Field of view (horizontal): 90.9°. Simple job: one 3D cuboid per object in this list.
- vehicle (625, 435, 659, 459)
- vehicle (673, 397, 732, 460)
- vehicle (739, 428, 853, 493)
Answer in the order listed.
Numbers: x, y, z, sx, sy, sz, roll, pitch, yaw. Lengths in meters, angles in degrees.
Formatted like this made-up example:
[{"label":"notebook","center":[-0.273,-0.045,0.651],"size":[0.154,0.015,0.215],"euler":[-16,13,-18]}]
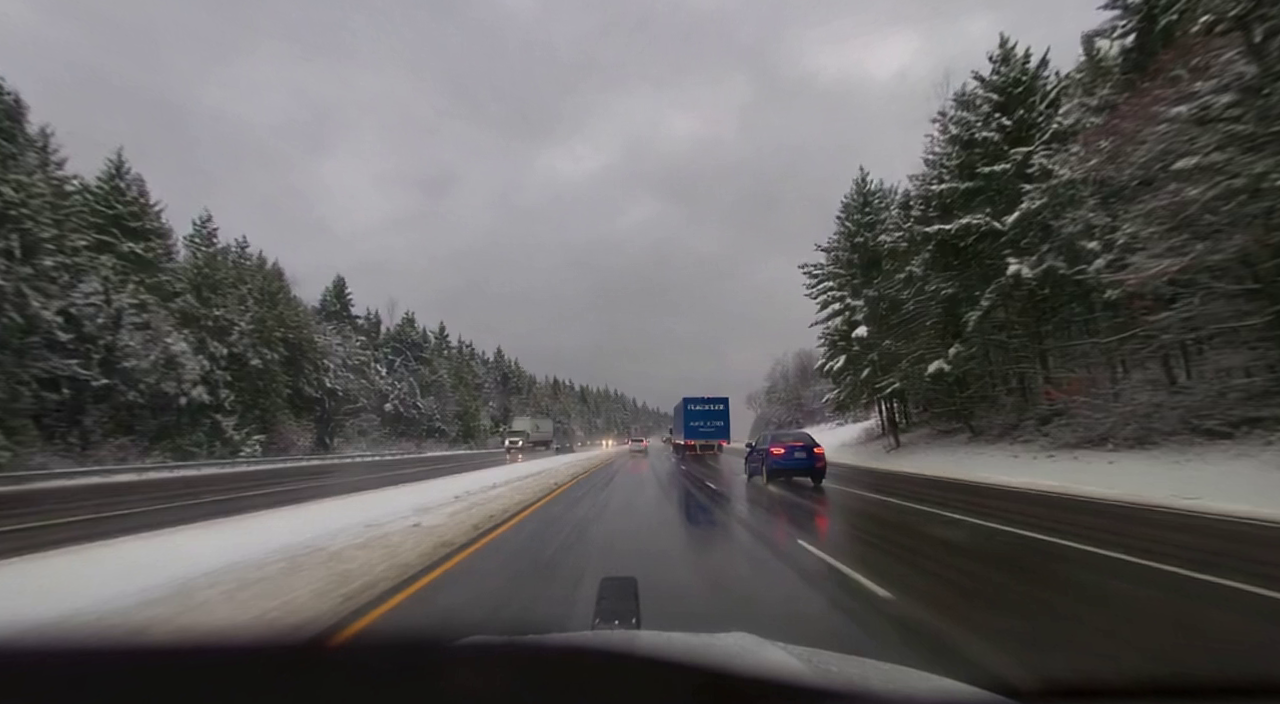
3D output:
[{"label":"vehicle","center":[0.148,6.393,42.610],"size":[2.209,1.499,4.144],"euler":[0,-8,0]},{"label":"vehicle","center":[4.417,5.910,47.915],"size":[3.171,4.072,13.784],"euler":[0,-8,0]},{"label":"vehicle","center":[4.218,2.980,17.794],"size":[2.028,1.573,4.207],"euler":[0,-8,-2]}]
